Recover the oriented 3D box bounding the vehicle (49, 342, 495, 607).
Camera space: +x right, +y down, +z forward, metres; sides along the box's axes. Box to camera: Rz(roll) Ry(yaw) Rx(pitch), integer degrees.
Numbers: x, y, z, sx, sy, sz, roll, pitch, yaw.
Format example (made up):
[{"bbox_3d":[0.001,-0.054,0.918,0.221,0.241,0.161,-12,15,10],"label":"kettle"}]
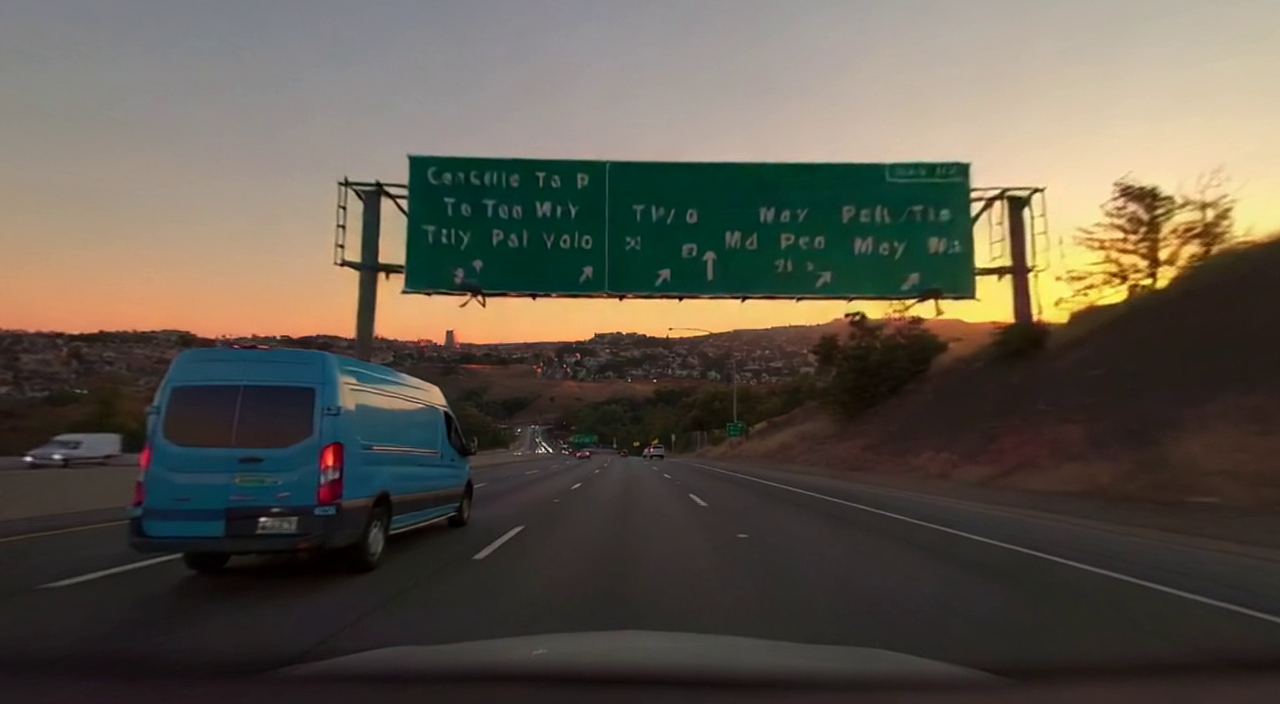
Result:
[{"bbox_3d":[-3.754,1.430,8.106,2.372,2.248,5.393,0,-9,1],"label":"vehicle"}]
